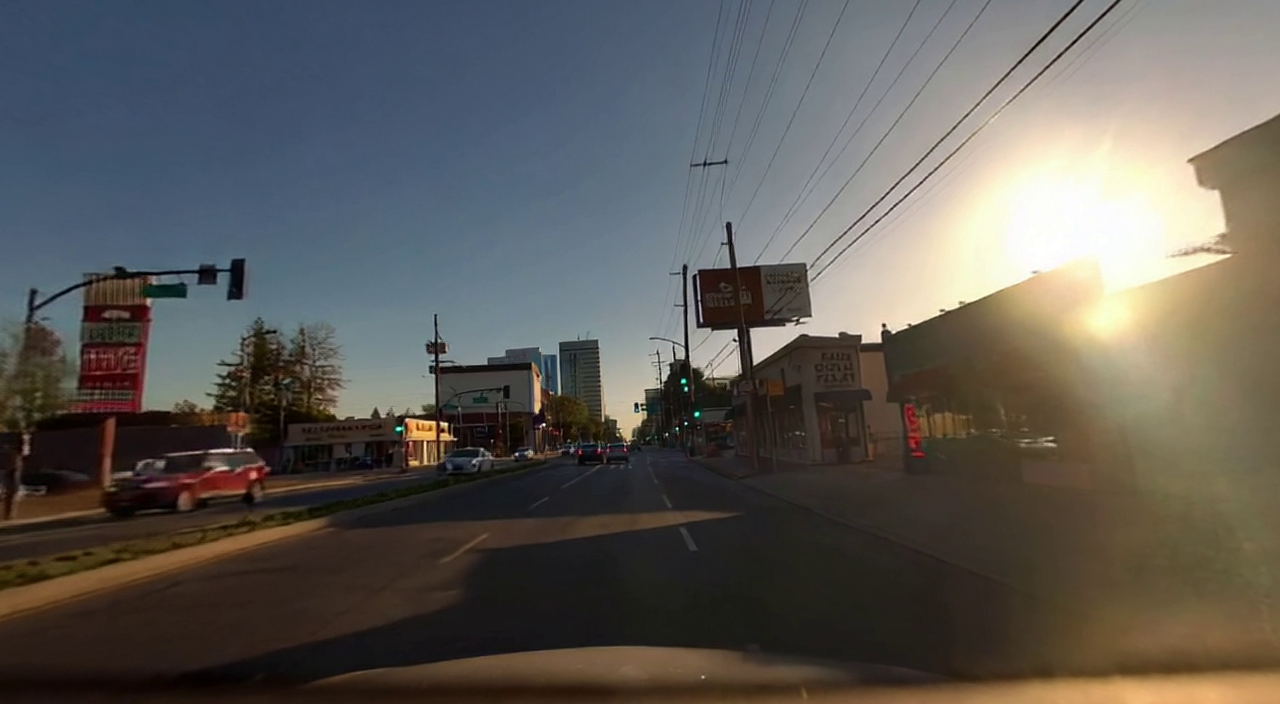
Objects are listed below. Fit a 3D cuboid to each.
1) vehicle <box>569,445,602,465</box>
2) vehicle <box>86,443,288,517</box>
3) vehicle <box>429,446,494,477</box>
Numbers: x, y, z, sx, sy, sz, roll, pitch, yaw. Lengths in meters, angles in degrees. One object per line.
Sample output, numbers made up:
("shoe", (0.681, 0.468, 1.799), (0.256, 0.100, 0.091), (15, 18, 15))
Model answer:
("vehicle", (-3.878, 7.457, 45.865), (1.962, 1.420, 4.021), (0, -9, 1))
("vehicle", (-12.990, 3.655, 18.667), (2.347, 1.857, 4.860), (0, -9, 0))
("vehicle", (-9.696, 5.969, 34.770), (1.994, 1.550, 5.009), (0, -9, 1))
